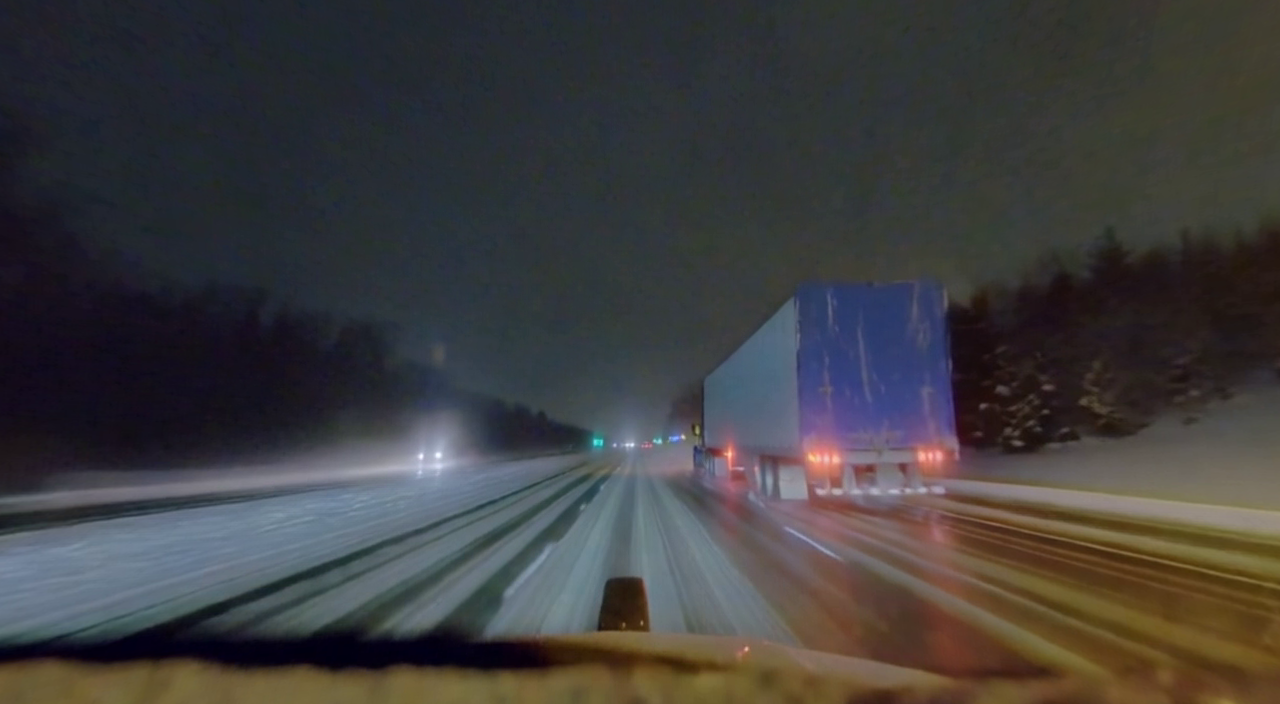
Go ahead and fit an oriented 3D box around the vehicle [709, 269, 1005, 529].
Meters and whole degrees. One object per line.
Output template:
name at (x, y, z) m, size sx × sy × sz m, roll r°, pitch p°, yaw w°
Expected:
vehicle at (4.119, 1.736, 16.974) m, size 2.933 × 4.100 × 14.317 m, roll 0°, pitch -8°, yaw 0°
